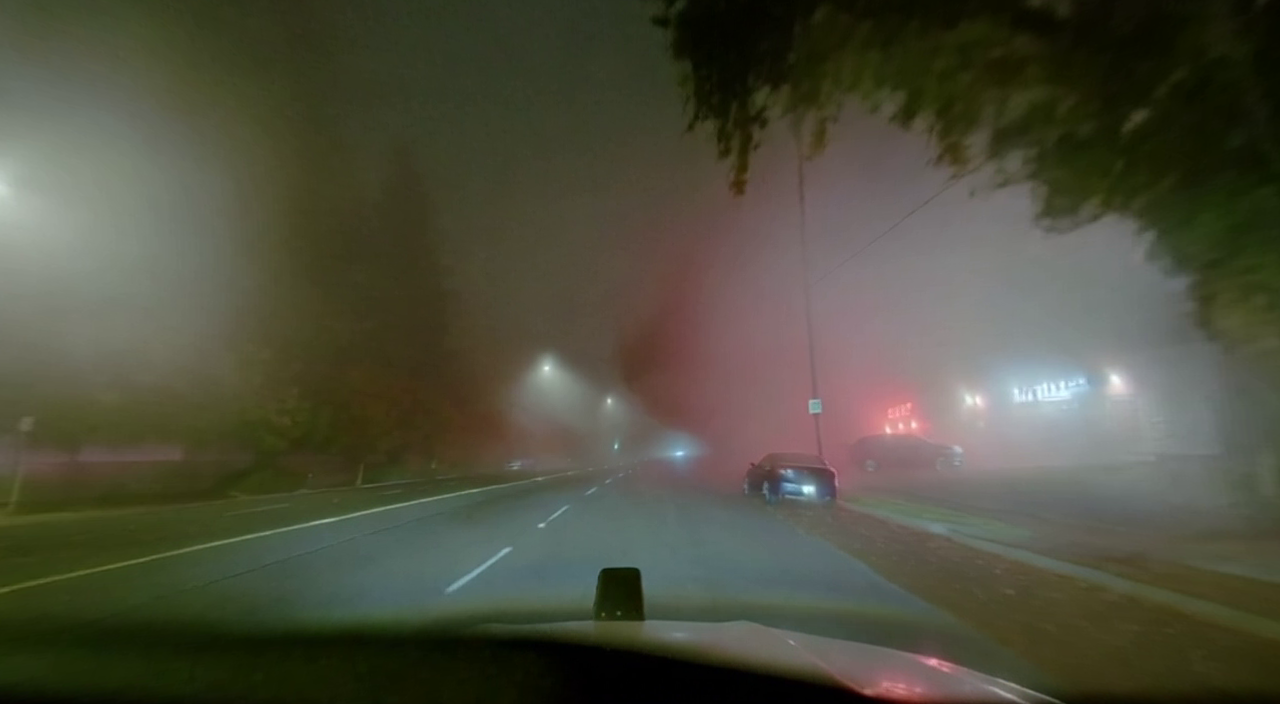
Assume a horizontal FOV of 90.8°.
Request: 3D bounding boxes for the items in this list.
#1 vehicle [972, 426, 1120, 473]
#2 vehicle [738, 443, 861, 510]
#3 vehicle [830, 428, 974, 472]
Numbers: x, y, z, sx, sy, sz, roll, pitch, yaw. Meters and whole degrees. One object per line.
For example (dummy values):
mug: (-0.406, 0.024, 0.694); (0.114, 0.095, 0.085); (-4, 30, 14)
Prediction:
vehicle: (15.671, 3.795, 24.637); (4.290, 1.717, 2.013); (-1, -9, 7)
vehicle: (4.014, 3.196, 16.823); (2.080, 1.503, 4.821); (0, -9, 1)
vehicle: (11.436, 4.328, 27.959); (5.369, 1.860, 2.163); (-1, -9, 5)
